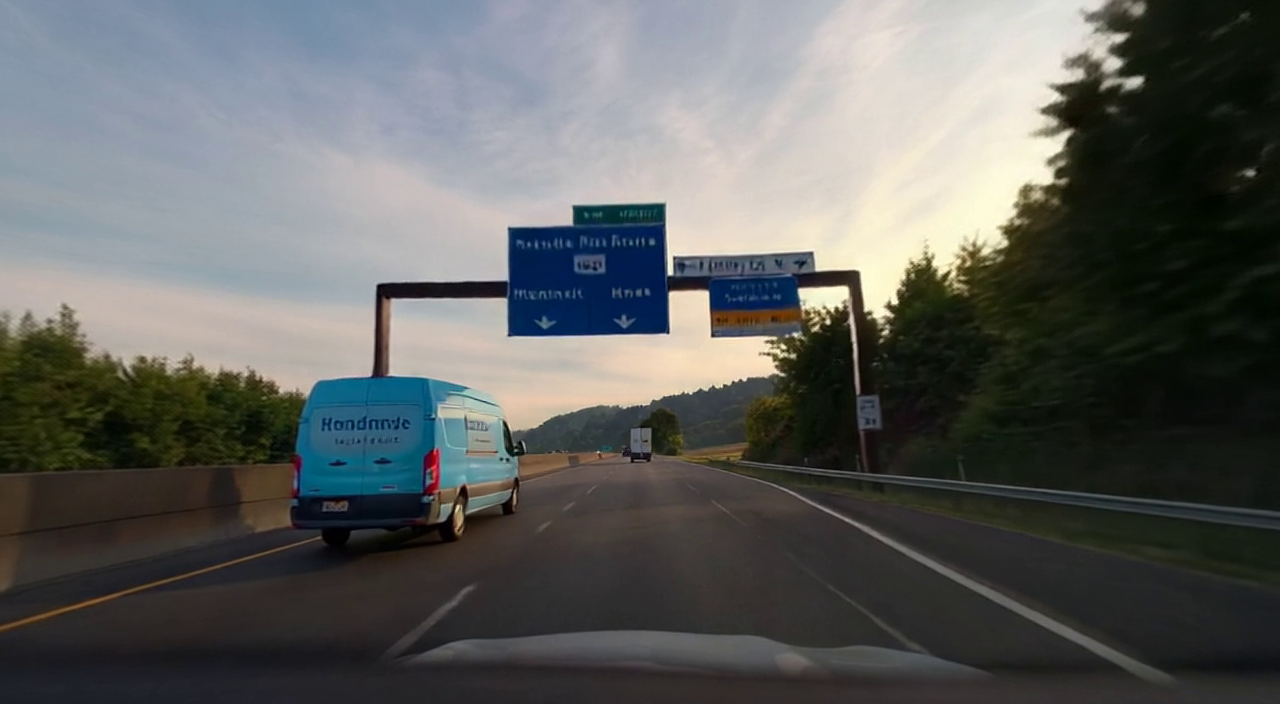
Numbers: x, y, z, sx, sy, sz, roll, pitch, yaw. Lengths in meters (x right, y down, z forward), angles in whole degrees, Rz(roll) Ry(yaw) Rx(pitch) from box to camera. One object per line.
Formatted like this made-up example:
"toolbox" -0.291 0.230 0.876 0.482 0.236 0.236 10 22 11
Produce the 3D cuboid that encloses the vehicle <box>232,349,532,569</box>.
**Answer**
"vehicle" -3.688 1.801 11.130 2.320 2.636 7.021 0 -9 0
